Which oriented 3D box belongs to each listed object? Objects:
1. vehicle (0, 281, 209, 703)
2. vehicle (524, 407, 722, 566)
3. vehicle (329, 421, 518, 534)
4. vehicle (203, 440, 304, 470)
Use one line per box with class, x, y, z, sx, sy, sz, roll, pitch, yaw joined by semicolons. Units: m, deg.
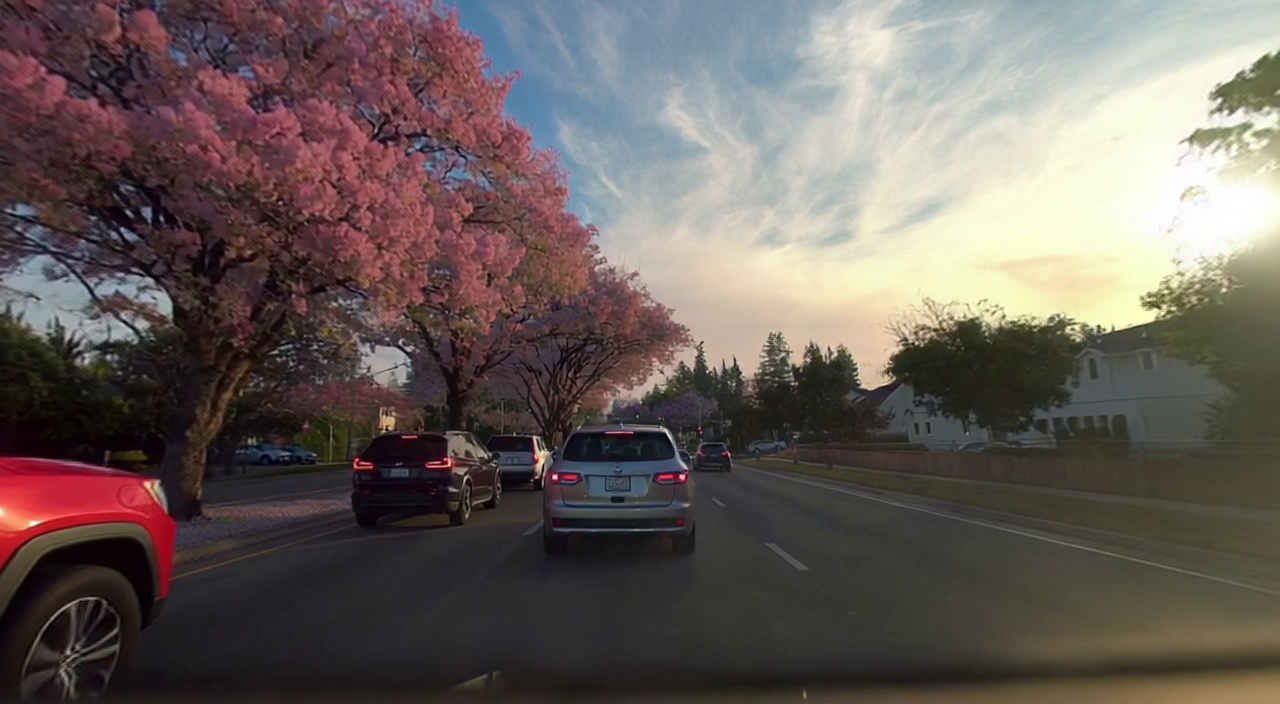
vehicle;-3.517;0.509;0.956;2.304;1.928;4.833;0;-8;0
vehicle;-0.199;1.741;8.873;2.112;1.693;4.058;0;-8;0
vehicle;-3.657;2.201;11.655;1.948;1.668;4.279;0;-8;0
vehicle;-28.507;7.572;46.835;5.856;2.096;2.481;3;-9;-18
